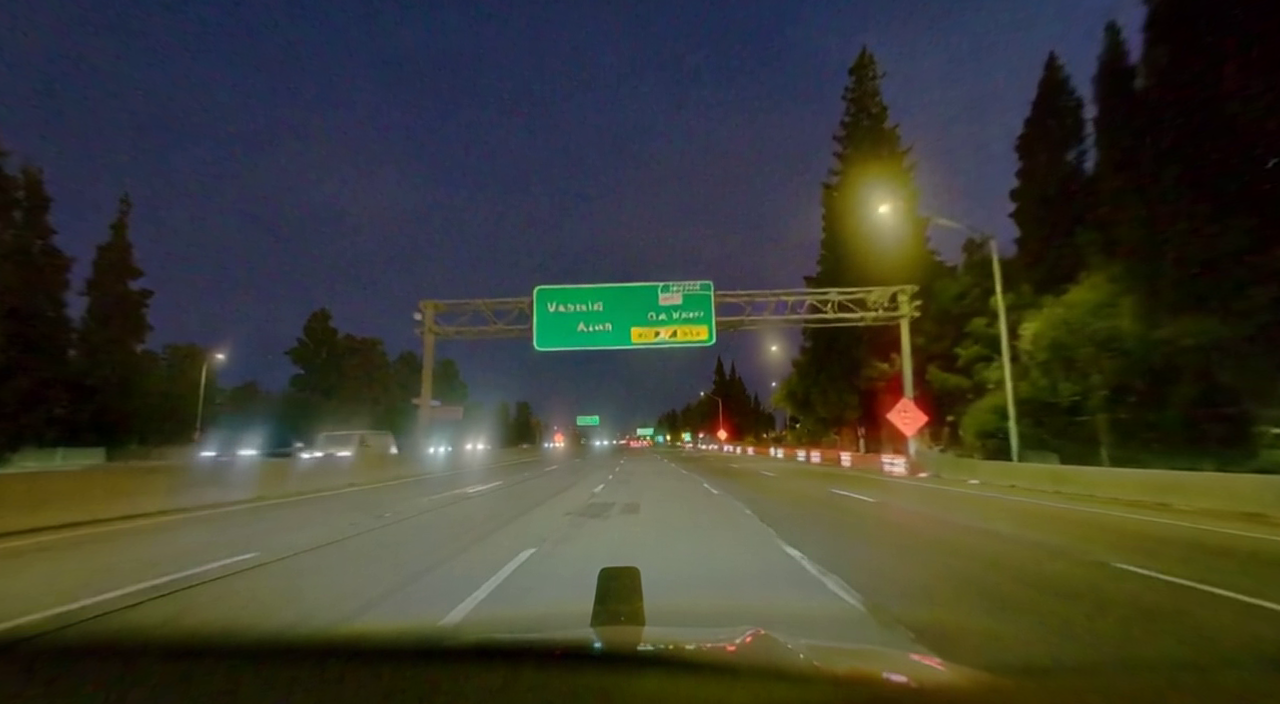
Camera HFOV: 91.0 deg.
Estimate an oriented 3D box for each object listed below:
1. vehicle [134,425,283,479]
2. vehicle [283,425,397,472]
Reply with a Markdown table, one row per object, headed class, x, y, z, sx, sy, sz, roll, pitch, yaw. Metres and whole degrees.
| class | x | y | z | sx | sy | sz | roll | pitch | yaw |
| --- | --- | --- | --- | --- | --- | --- | --- | --- | --- |
| vehicle | -16.367 | 3.842 | 24.333 | 2.212 | 1.861 | 5.039 | 0 | -8 | -1 |
| vehicle | -13.265 | 4.349 | 28.439 | 2.327 | 1.897 | 5.878 | 0 | -8 | -1 |
